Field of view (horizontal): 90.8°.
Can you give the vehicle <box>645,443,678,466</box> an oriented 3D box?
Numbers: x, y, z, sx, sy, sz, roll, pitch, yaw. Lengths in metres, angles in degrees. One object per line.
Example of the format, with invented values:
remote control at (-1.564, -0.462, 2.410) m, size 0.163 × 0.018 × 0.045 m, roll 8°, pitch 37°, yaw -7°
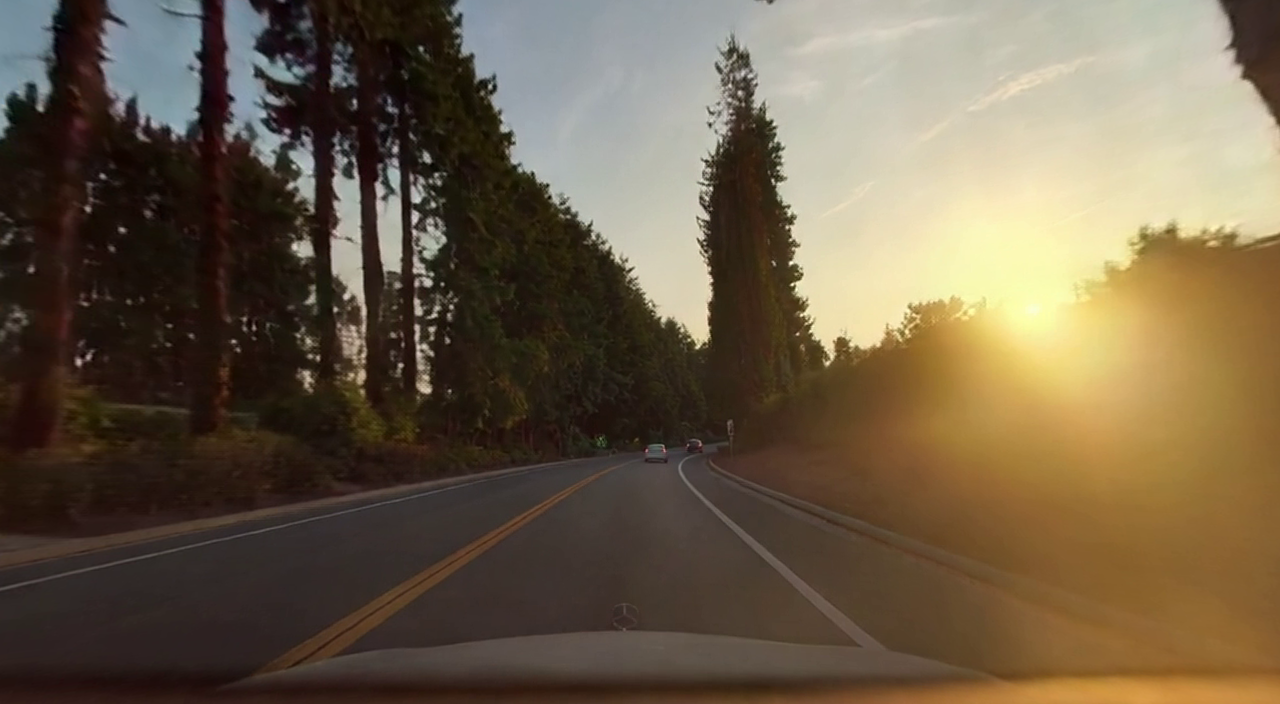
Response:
vehicle at (1.511, 6.915, 42.878) m, size 2.071 × 1.474 × 4.047 m, roll -1°, pitch -8°, yaw 5°
